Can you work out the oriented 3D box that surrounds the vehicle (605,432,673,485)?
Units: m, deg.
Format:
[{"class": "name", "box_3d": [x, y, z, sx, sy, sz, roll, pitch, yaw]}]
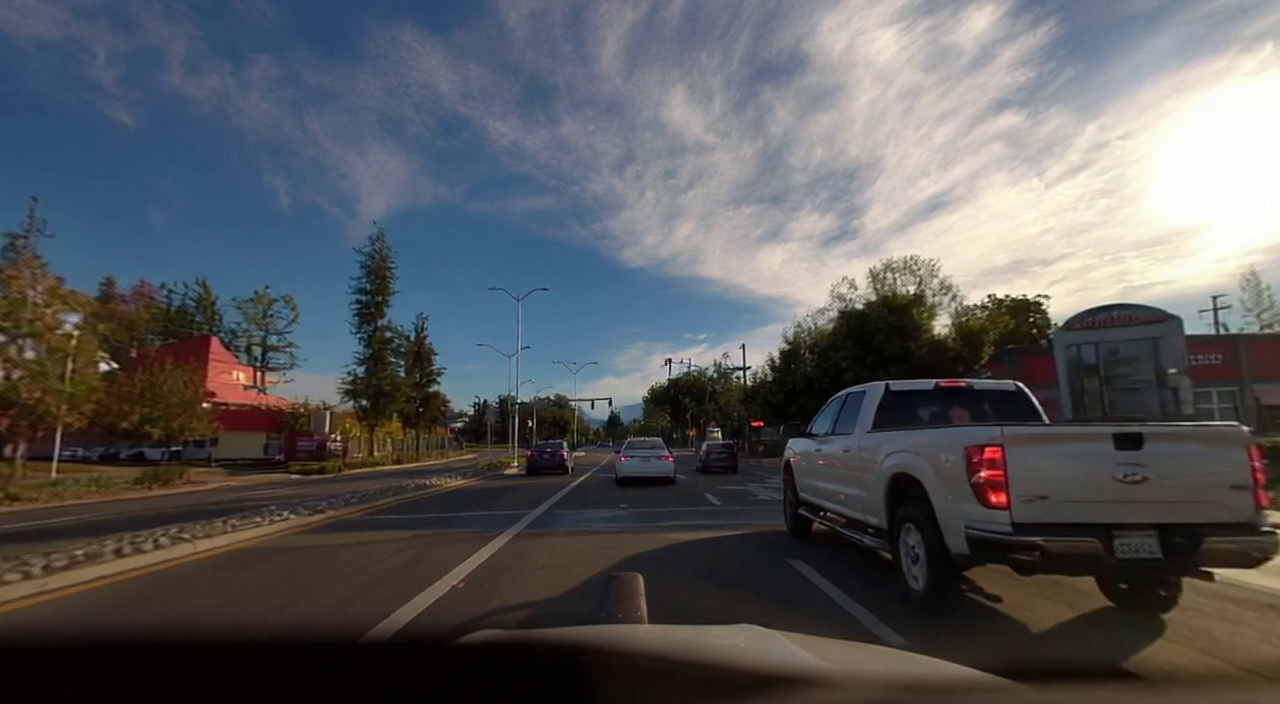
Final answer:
[{"class": "vehicle", "box_3d": [-0.067, 3.648, 21.889, 2.145, 1.650, 4.021, 0, -8, -1]}]

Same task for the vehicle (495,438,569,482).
[{"class": "vehicle", "box_3d": [-3.922, 3.977, 23.496, 1.960, 1.475, 4.161, 0, -8, 1]}]

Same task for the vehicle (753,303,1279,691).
[{"class": "vehicle", "box_3d": [3.158, 1.207, 6.501, 2.731, 2.101, 6.047, 0, -8, -1]}]

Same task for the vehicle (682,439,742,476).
[{"class": "vehicle", "box_3d": [3.021, 4.507, 27.169, 1.970, 1.464, 4.249, 0, -8, -2]}]

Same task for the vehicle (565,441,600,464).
[{"class": "vehicle", "box_3d": [-3.942, 6.955, 43.714, 1.959, 1.482, 4.701, 0, -9, 0]}]
